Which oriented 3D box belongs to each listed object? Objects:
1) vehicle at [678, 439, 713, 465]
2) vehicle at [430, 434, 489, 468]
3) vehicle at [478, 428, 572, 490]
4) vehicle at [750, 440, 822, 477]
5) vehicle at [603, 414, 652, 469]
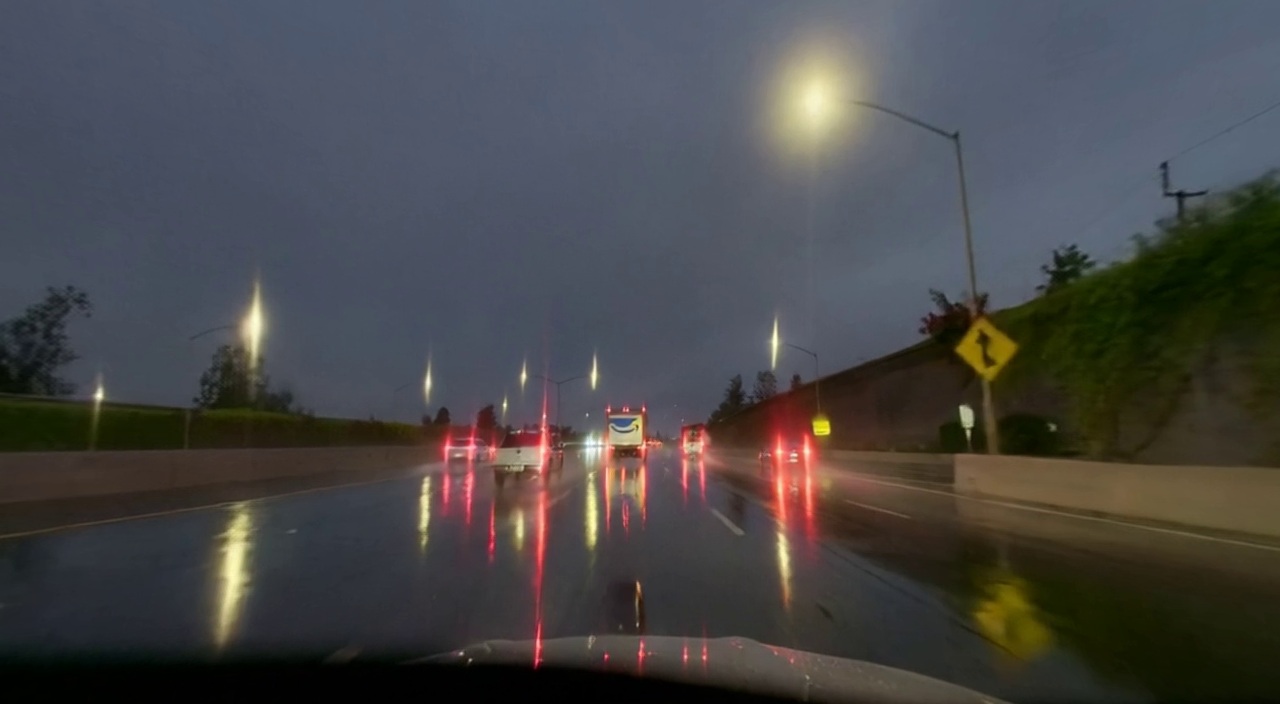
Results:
[{"bbox_3d":[3.681,6.710,42.503,2.067,1.654,3.985,0,-9,0],"label":"vehicle"},{"bbox_3d":[-10.123,5.588,35.690,2.023,1.739,4.229,0,-9,0],"label":"vehicle"},{"bbox_3d":[-3.412,3.289,19.580,2.095,1.688,4.188,0,-9,1],"label":"vehicle"},{"bbox_3d":[6.416,4.719,28.238,1.970,1.499,4.491,1,-9,-2],"label":"vehicle"},{"bbox_3d":[-0.556,4.956,34.754,2.456,2.705,6.251,0,-9,1],"label":"vehicle"}]
